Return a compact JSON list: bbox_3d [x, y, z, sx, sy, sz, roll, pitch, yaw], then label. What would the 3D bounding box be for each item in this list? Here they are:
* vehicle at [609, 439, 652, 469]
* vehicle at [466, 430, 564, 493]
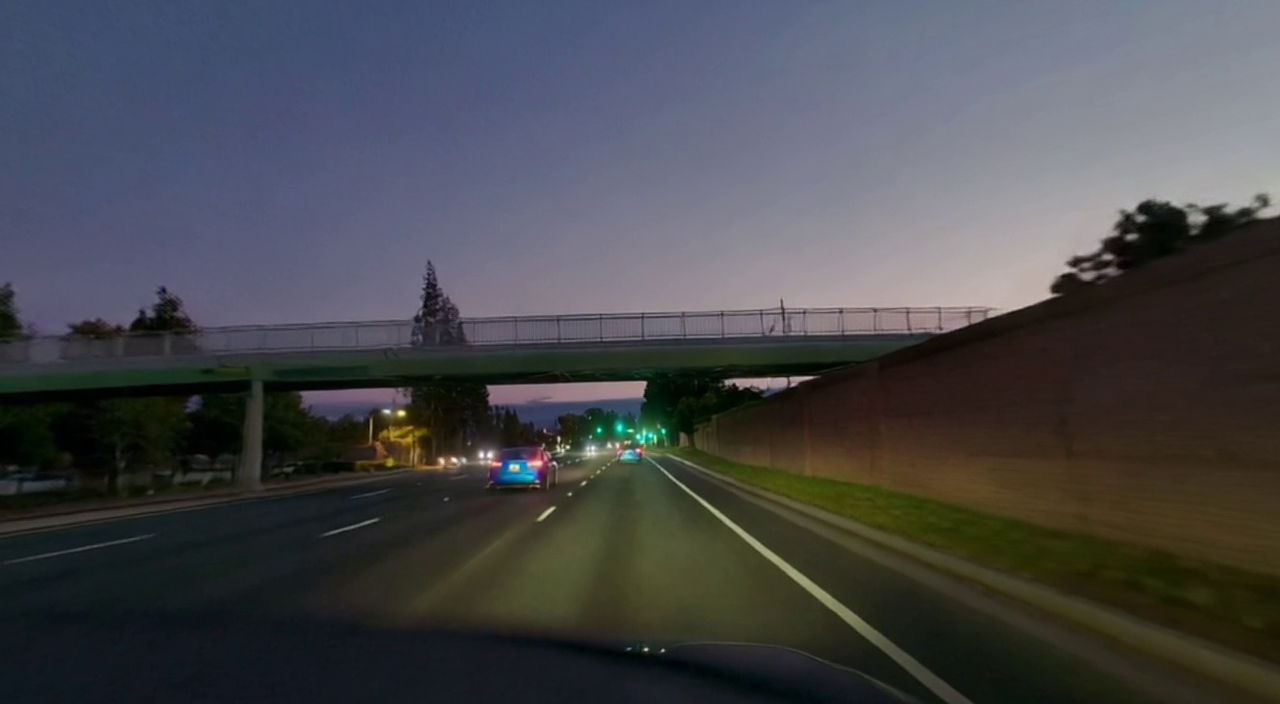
[{"bbox_3d":[-0.566,5.628,35.112,2.205,1.509,4.272,0,-8,-2],"label":"vehicle"},{"bbox_3d":[-3.837,3.463,20.382,2.223,1.771,4.581,-1,-8,0],"label":"vehicle"}]
